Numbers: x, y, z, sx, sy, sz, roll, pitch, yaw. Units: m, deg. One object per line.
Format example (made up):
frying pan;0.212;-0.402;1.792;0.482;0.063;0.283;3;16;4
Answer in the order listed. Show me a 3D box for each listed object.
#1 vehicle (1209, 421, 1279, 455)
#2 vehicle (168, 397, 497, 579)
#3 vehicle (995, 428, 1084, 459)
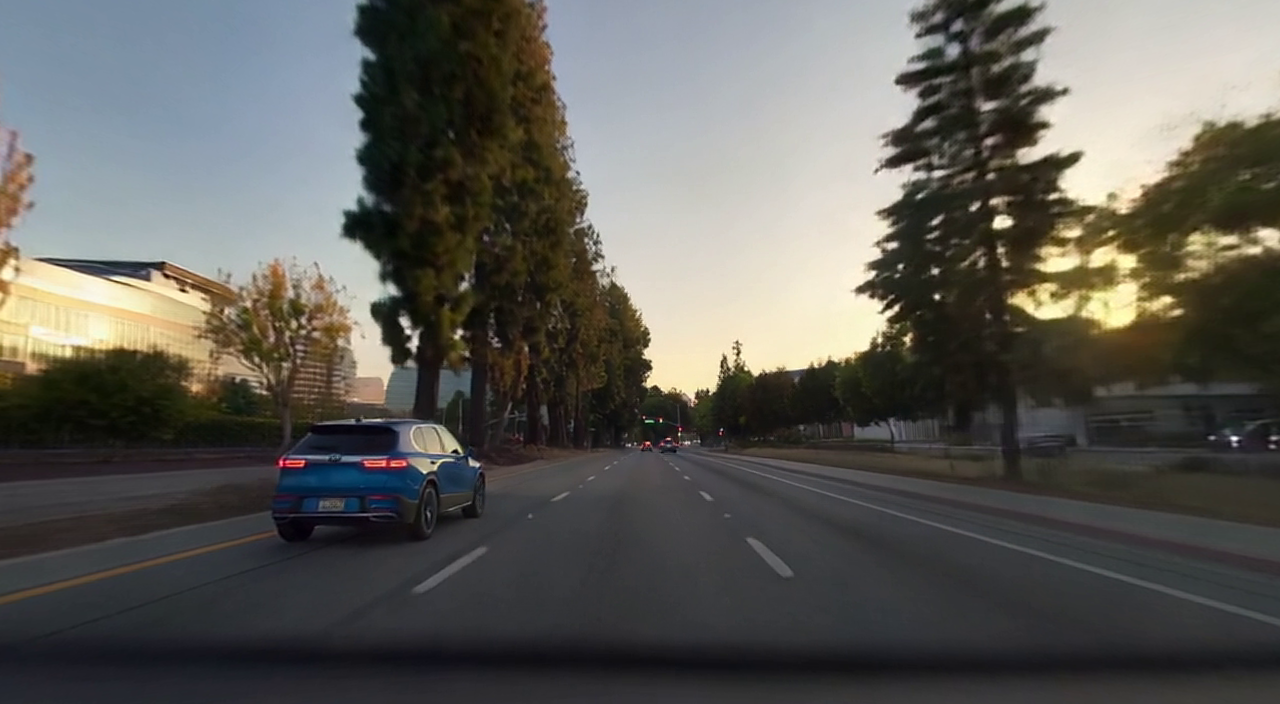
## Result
vehicle;39.108;5.240;38.515;2.117;2.004;5.795;2;-9;-22
vehicle;-3.440;1.619;8.287;2.033;1.713;4.503;0;-8;0
vehicle;23.267;5.322;36.762;4.000;1.458;1.640;-4;-6;0
